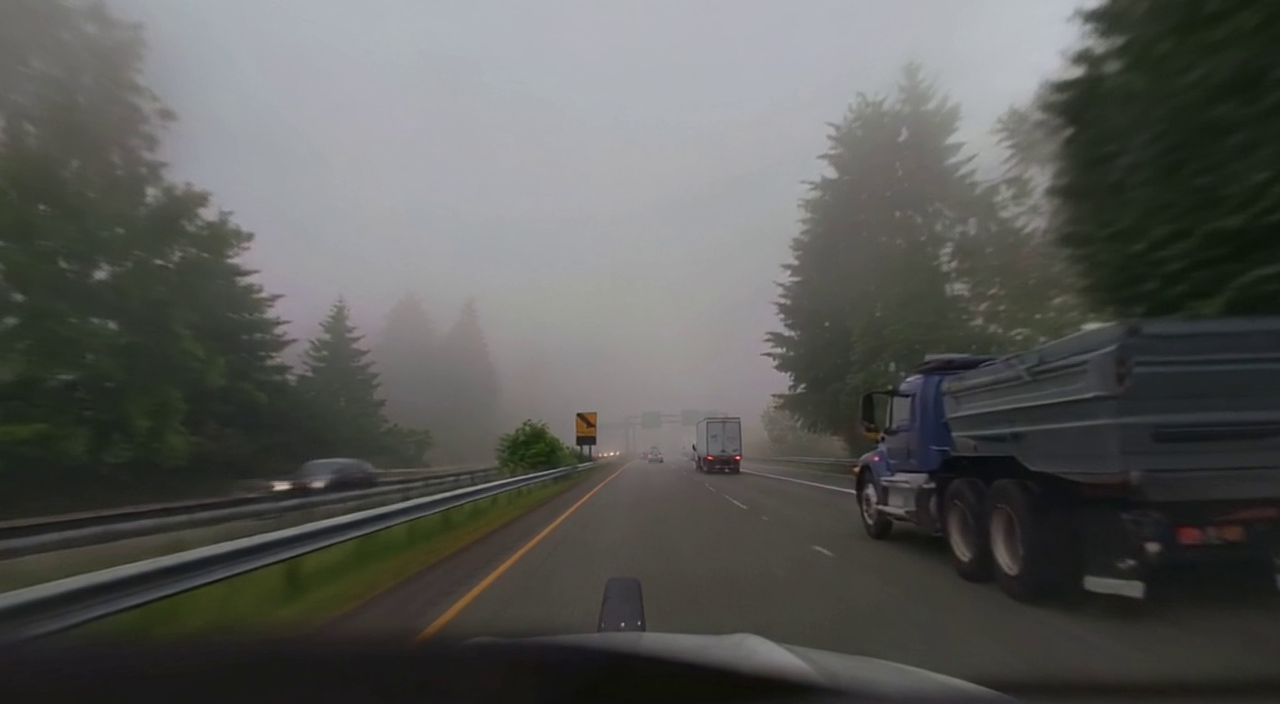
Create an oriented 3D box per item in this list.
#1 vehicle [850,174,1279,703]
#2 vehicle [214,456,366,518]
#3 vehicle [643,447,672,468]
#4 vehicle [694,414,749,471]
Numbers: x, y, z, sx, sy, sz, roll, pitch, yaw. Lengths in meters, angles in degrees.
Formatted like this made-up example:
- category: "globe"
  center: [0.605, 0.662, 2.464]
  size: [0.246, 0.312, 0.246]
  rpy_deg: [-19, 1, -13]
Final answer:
- category: "vehicle"
  center: [4.380, 0.907, 6.015]
  size: [2.569, 2.783, 5.984]
  rpy_deg: [0, -9, -1]
- category: "vehicle"
  center: [-9.772, 3.777, 18.057]
  size: [1.835, 1.456, 4.202]
  rpy_deg: [-1, -9, 2]
- category: "vehicle"
  center: [1.236, 7.780, 46.569]
  size: [2.049, 1.500, 3.790]
  rpy_deg: [0, -9, 0]
- category: "vehicle"
  center: [5.188, 5.983, 41.426]
  size: [2.743, 3.367, 7.306]
  rpy_deg: [0, -9, 1]
